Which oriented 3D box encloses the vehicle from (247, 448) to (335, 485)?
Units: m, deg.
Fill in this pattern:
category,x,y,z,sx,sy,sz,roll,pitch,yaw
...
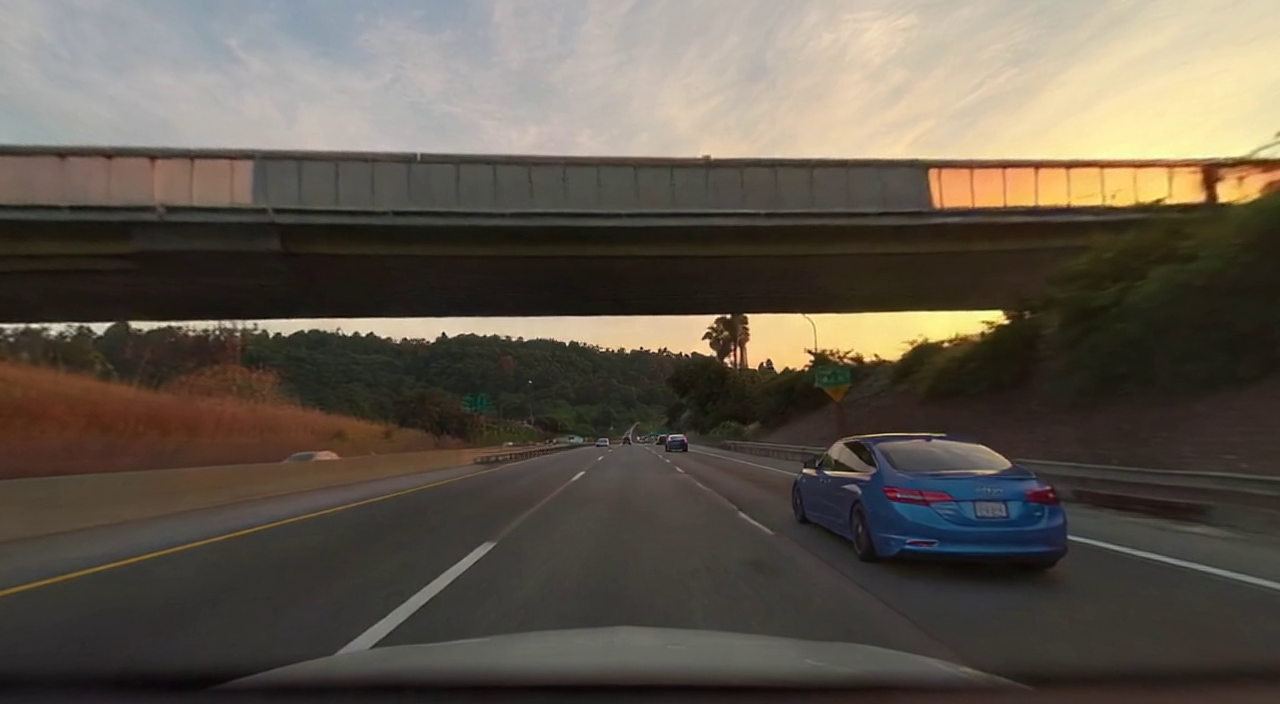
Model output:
category,x,y,z,sx,sy,sz,roll,pitch,yaw
vehicle,-16.511,5.395,30.025,1.855,1.560,4.141,0,-8,-1
